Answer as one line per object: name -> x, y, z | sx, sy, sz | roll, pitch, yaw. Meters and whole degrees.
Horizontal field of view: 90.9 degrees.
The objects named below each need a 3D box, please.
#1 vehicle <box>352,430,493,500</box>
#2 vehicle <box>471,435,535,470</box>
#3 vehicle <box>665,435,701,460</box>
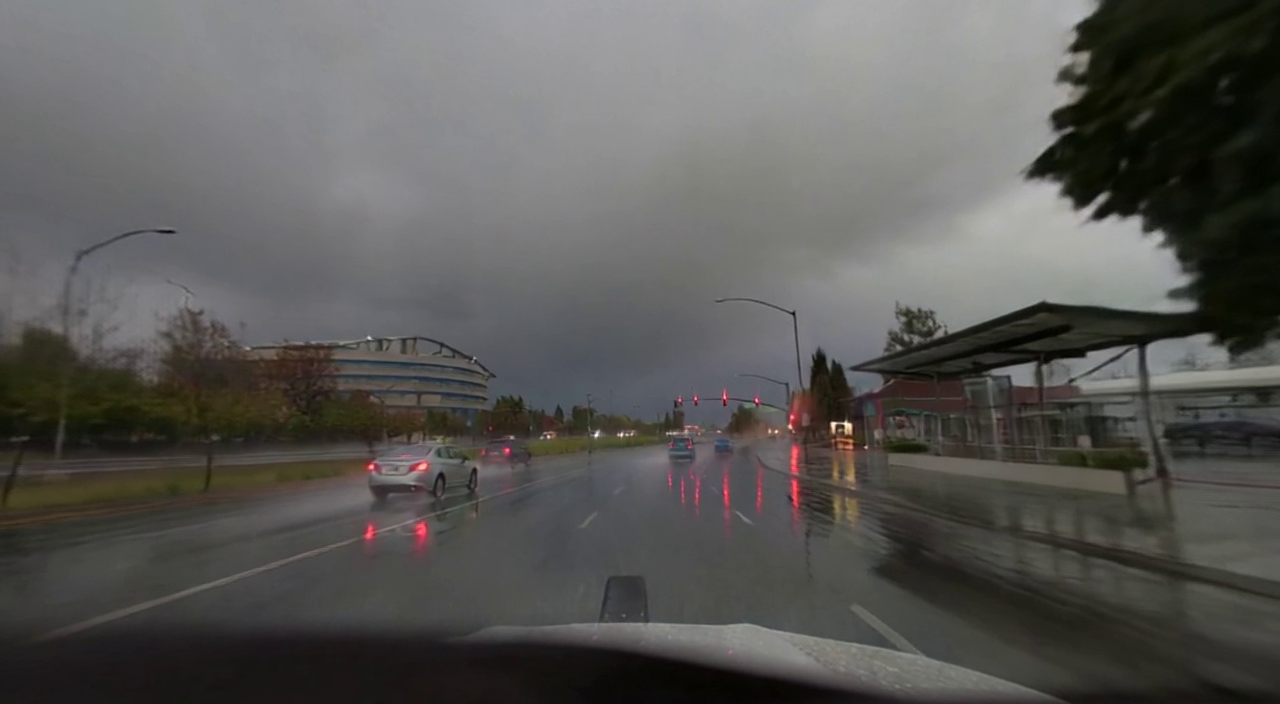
vehicle -> -5.990, 3.151, 18.085 | 2.181, 1.728, 4.515 | -1, -8, 4
vehicle -> -7.434, 5.508, 34.808 | 2.097, 1.782, 4.682 | -1, -8, 6
vehicle -> 3.359, 7.405, 48.847 | 2.345, 1.803, 4.261 | -1, -8, 9
